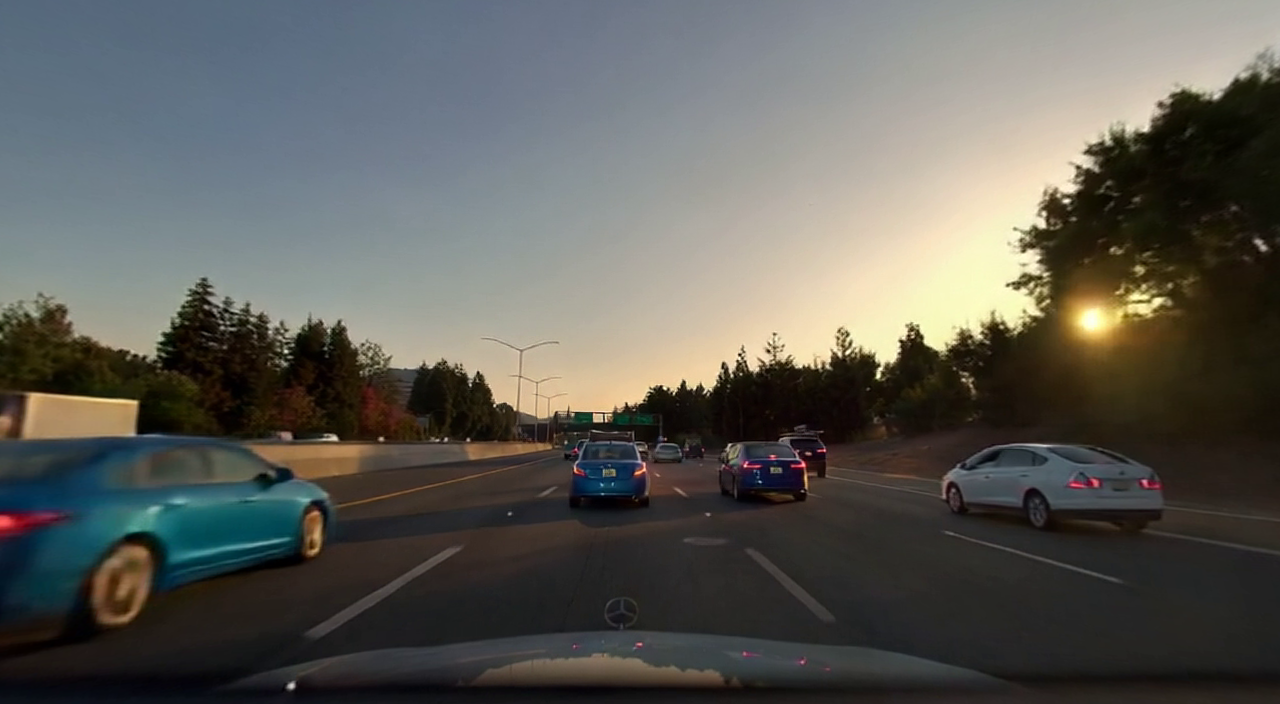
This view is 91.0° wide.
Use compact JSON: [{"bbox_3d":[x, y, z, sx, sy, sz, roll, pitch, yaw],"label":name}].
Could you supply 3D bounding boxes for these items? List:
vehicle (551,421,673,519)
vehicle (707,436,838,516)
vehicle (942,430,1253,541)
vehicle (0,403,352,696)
[{"bbox_3d":[-0.544,2.406,13.264,2.181,1.728,3.970,1,-9,-2],"label":"vehicle"},{"bbox_3d":[2.829,2.761,14.506,1.975,1.532,4.227,1,-9,-2],"label":"vehicle"},{"bbox_3d":[8.083,2.374,11.910,2.106,1.641,4.671,1,-9,-5],"label":"vehicle"},{"bbox_3d":[-4.429,1.275,4.864,2.071,1.537,4.912,0,-9,0],"label":"vehicle"}]
